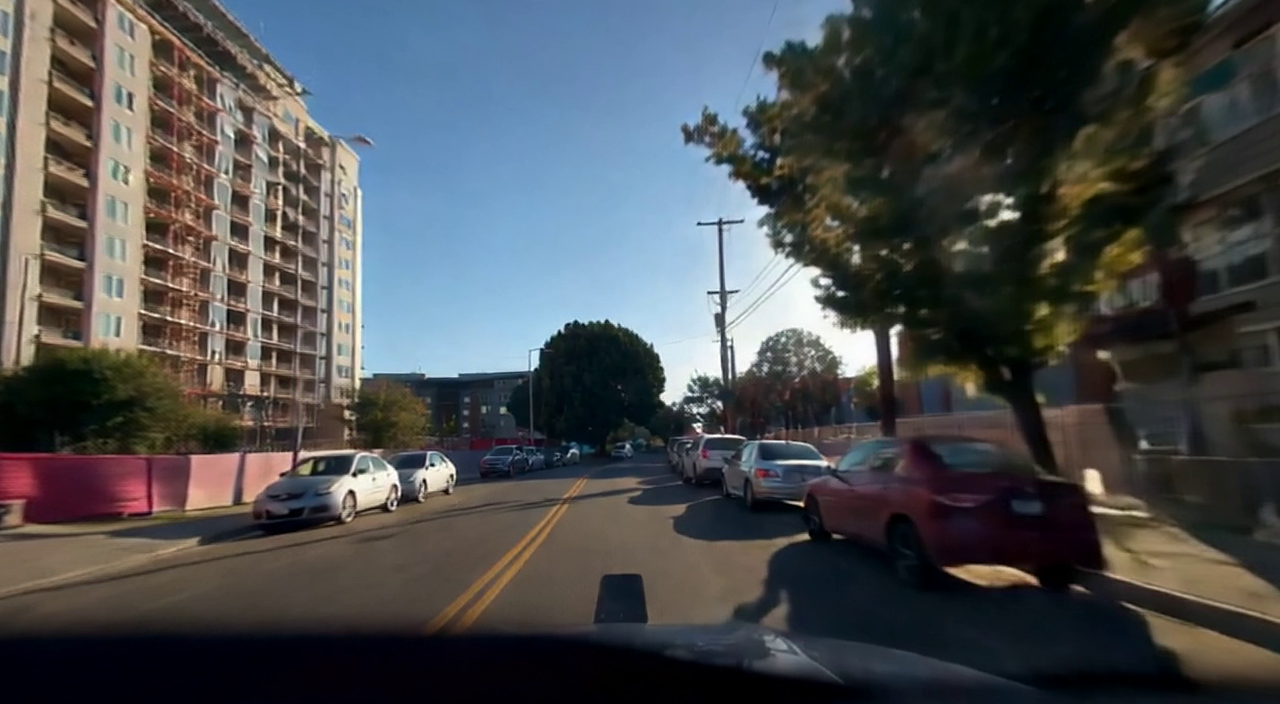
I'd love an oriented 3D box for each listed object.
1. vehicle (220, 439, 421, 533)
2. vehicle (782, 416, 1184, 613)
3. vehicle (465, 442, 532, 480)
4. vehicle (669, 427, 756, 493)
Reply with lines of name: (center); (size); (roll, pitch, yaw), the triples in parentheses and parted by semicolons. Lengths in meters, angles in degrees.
vehicle: (-6.737, 2.925, 14.050); (1.996, 1.578, 4.806); (-4, -11, 0)
vehicle: (3.384, 1.702, 7.698); (1.976, 1.588, 4.968); (0, -9, -2)
vehicle: (-7.591, 5.895, 34.430); (2.194, 1.861, 5.725); (0, -9, 2)
vehicle: (2.228, 3.498, 20.686); (2.000, 1.871, 4.797); (0, -9, -4)
